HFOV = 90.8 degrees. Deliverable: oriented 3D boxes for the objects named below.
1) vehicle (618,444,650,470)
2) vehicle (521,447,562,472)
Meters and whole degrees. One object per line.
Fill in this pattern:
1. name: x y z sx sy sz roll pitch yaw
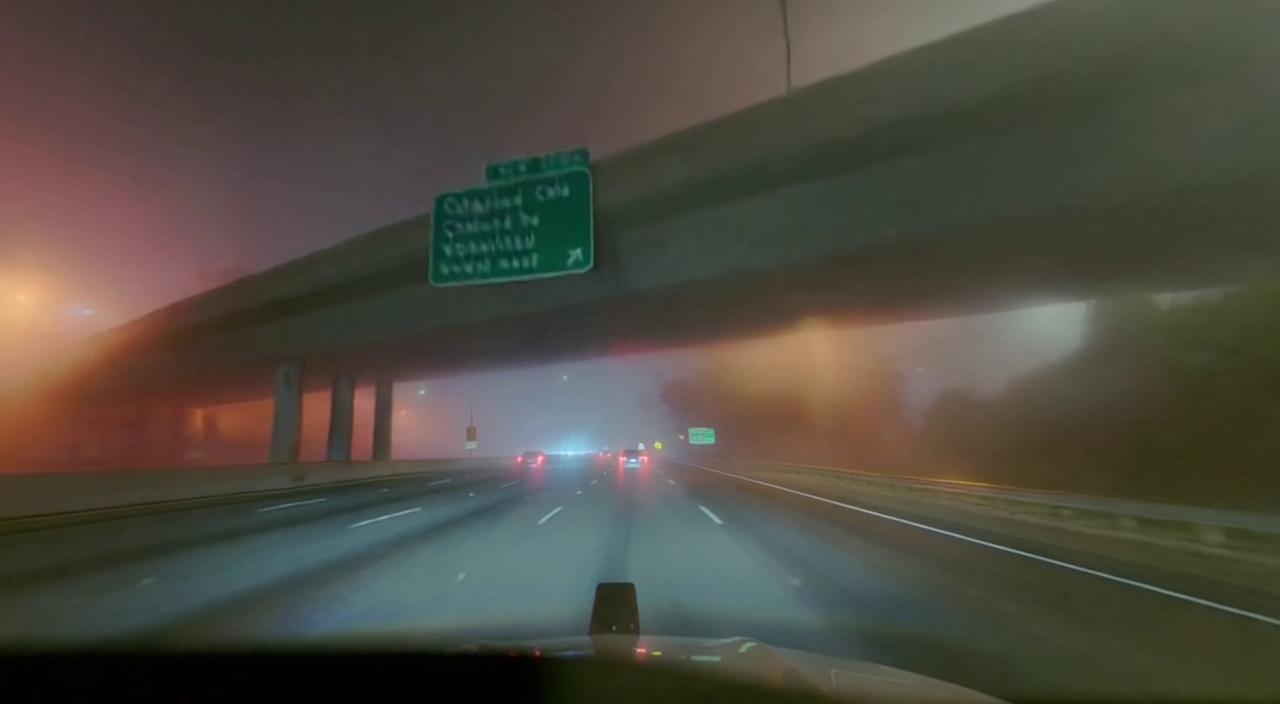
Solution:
1. vehicle: -0.422 7.095 42.776 2.109 1.638 3.856 0 -9 -1
2. vehicle: -6.286 6.938 40.935 1.997 1.507 4.248 0 -9 0
